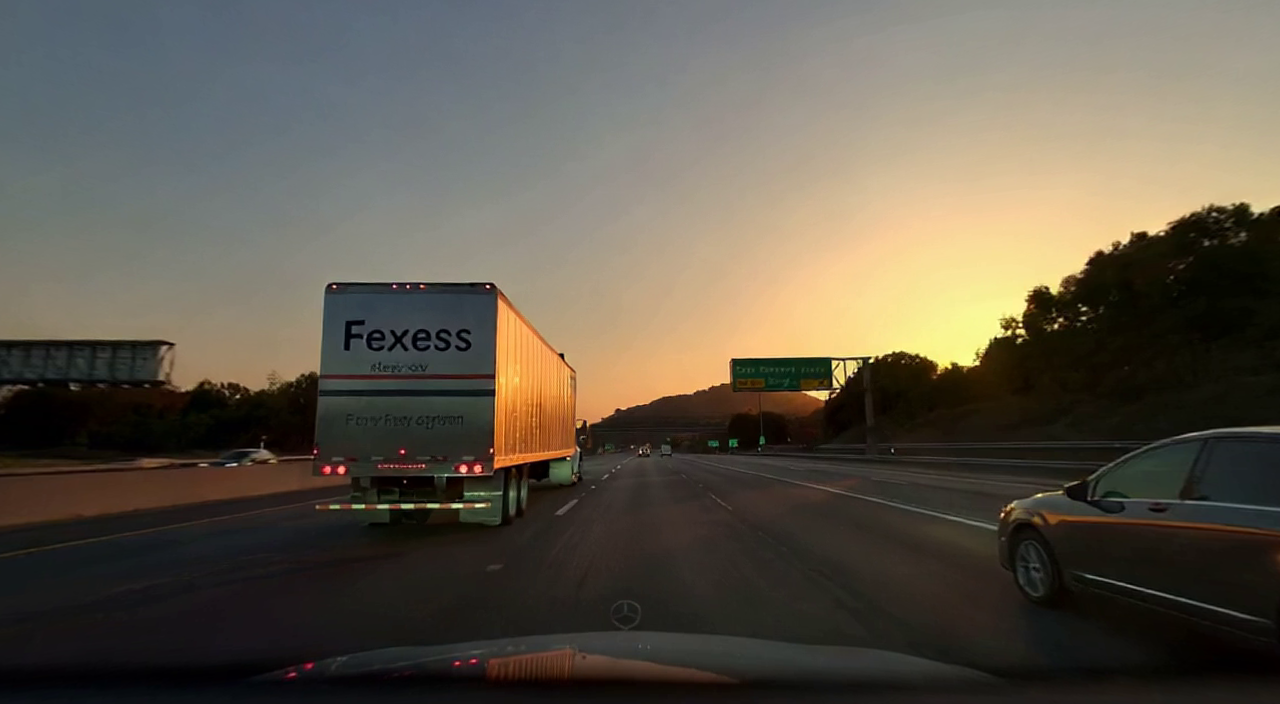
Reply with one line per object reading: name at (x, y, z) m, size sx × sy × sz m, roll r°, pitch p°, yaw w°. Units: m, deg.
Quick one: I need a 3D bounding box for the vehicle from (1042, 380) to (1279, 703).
vehicle at (3.768, 0.789, 1.931) m, size 2.044 × 1.558 × 4.577 m, roll 0°, pitch -9°, yaw 0°

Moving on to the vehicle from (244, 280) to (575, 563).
vehicle at (-3.198, 1.431, 11.882) m, size 2.922 × 3.458 × 8.360 m, roll 0°, pitch -9°, yaw 1°
